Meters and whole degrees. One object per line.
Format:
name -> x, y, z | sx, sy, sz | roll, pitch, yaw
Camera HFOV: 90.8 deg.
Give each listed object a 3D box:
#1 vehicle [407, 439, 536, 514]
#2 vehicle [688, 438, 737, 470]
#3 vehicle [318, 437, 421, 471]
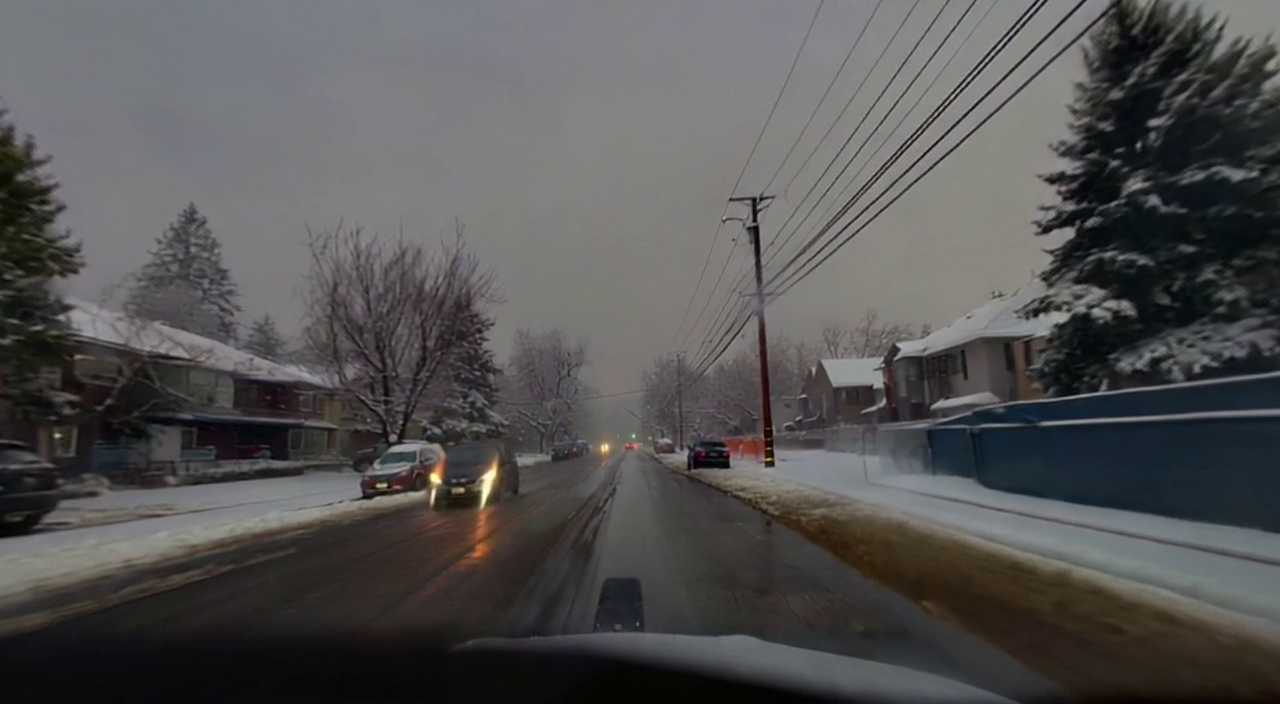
vehicle -> -4.064, 3.046, 16.076 | 2.068, 1.543, 4.523 | -2, -8, 0
vehicle -> 3.623, 5.209, 32.411 | 1.902, 1.542, 4.099 | 0, -8, -2
vehicle -> -15.107, 5.729, 35.480 | 4.833, 1.831, 2.066 | 0, -9, 0
